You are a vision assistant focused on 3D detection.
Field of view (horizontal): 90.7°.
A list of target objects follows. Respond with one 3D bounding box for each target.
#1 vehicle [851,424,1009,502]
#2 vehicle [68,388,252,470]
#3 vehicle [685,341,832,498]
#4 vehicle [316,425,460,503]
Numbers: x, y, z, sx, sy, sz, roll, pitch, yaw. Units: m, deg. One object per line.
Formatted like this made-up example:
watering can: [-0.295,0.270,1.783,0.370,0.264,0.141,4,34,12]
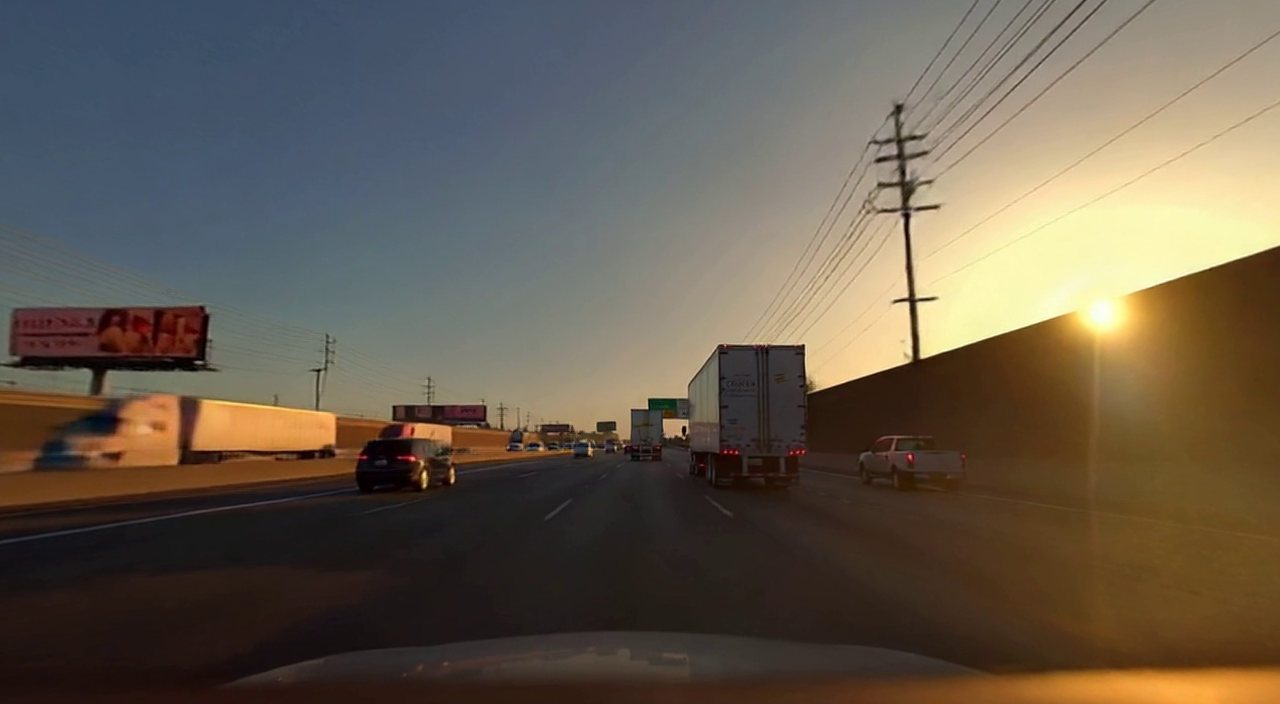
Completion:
vehicle: [7.696,3.001,17.439,2.115,1.844,4.522,0,-9,-1]
vehicle: [-28.162,4.780,38.121,3.005,4.241,9.960,0,-9,1]
vehicle: [3.726,3.009,25.136,2.892,4.152,16.575,0,-9,1]
vehicle: [-6.696,3.030,17.487,2.004,1.846,4.739,0,-9,0]
